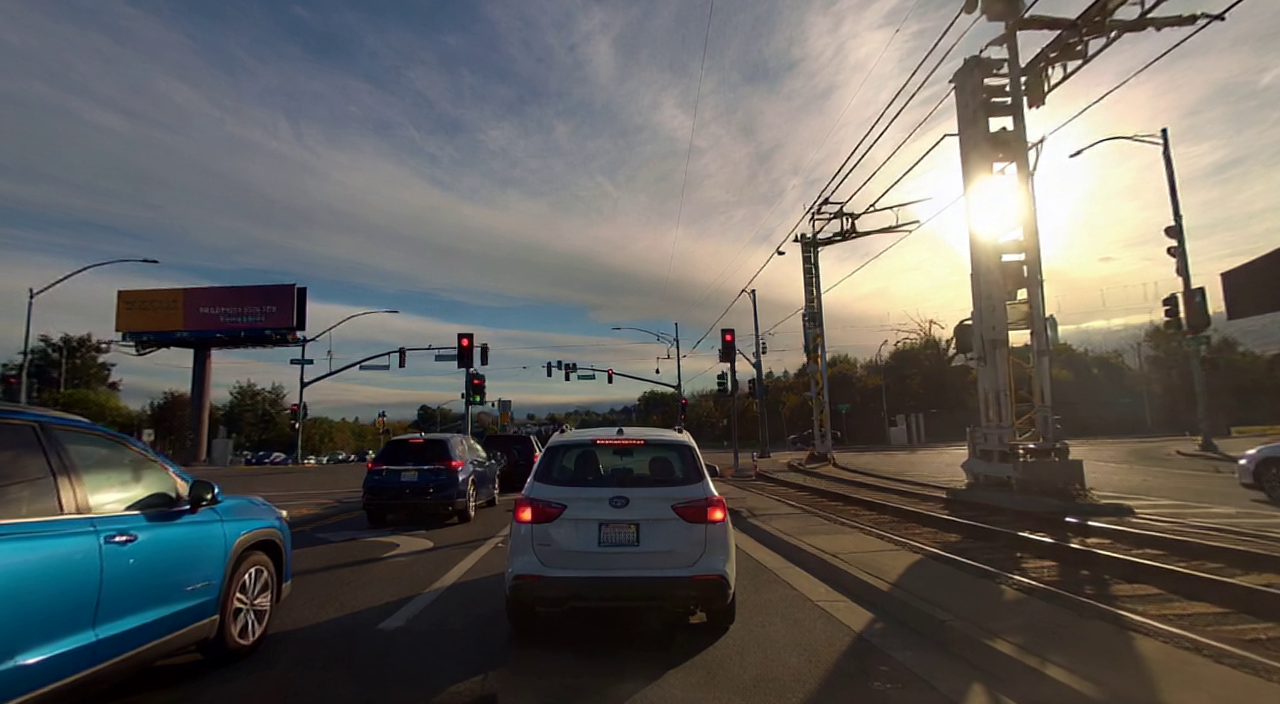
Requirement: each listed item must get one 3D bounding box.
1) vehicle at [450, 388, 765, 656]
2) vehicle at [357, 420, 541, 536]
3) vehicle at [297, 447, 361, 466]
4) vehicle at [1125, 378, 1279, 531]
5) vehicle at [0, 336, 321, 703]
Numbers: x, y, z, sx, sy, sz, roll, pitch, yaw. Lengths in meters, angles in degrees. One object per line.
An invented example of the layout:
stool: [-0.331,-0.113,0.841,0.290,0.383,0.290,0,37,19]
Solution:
vehicle: [-0.207,1.373,5.983,2.025,1.723,3.644,0,-9,0]
vehicle: [-3.148,2.182,11.502,1.988,1.678,4.317,0,-9,0]
vehicle: [-24.177,8.089,49.078,4.357,1.444,1.842,-3,-9,19]
vehicle: [9.612,1.314,8.189,5.060,1.702,2.033,1,-9,-4]
vehicle: [-3.924,0.880,3.086,2.052,1.814,5.184,0,-9,-1]
